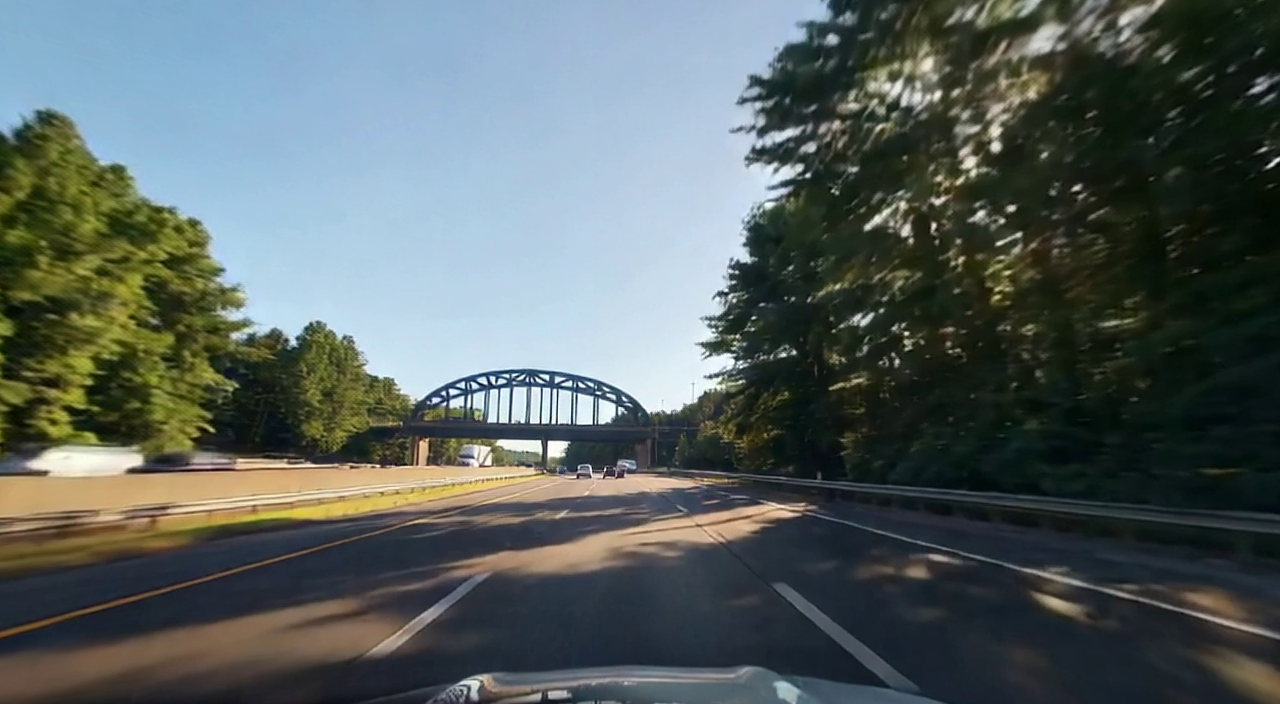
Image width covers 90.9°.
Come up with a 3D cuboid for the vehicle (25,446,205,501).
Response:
[{"bbox_3d":[-15.632,3.684,19.134,1.760,1.441,4.297,1,-11,-1],"label":"vehicle"}]
